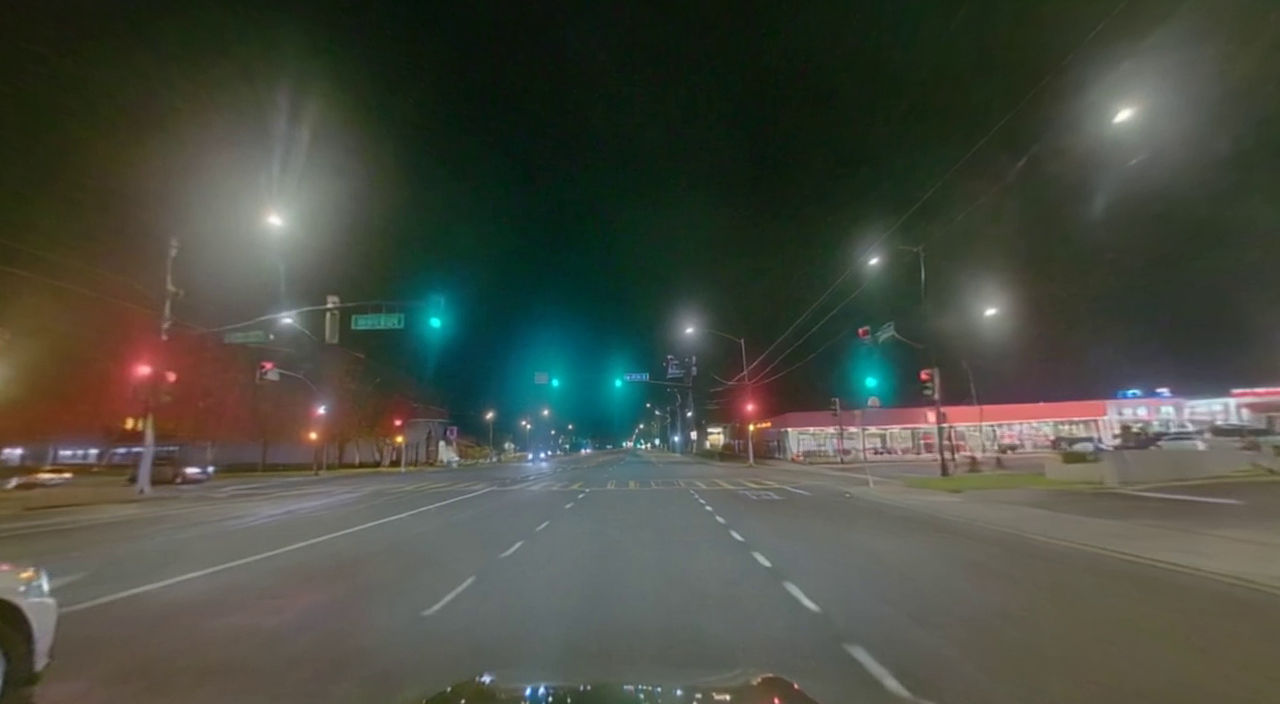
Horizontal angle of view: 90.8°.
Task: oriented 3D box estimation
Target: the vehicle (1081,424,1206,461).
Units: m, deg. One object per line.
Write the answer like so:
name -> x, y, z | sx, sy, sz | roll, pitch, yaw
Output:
vehicle -> 22.621, 4.101, 28.496 | 4.022, 1.579, 1.826 | -1, -8, 1

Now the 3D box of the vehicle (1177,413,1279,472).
vehicle -> 18.707, 2.644, 18.458 | 1.879, 1.643, 4.484 | 0, -8, -3

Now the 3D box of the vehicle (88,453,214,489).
vehicle -> -25.161, 6.118, 32.638 | 4.727, 1.719, 2.095 | -1, -9, 1

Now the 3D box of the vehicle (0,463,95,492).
vehicle -> -34.457, 7.237, 36.340 | 4.741, 1.416, 1.803 | -4, -12, 5
